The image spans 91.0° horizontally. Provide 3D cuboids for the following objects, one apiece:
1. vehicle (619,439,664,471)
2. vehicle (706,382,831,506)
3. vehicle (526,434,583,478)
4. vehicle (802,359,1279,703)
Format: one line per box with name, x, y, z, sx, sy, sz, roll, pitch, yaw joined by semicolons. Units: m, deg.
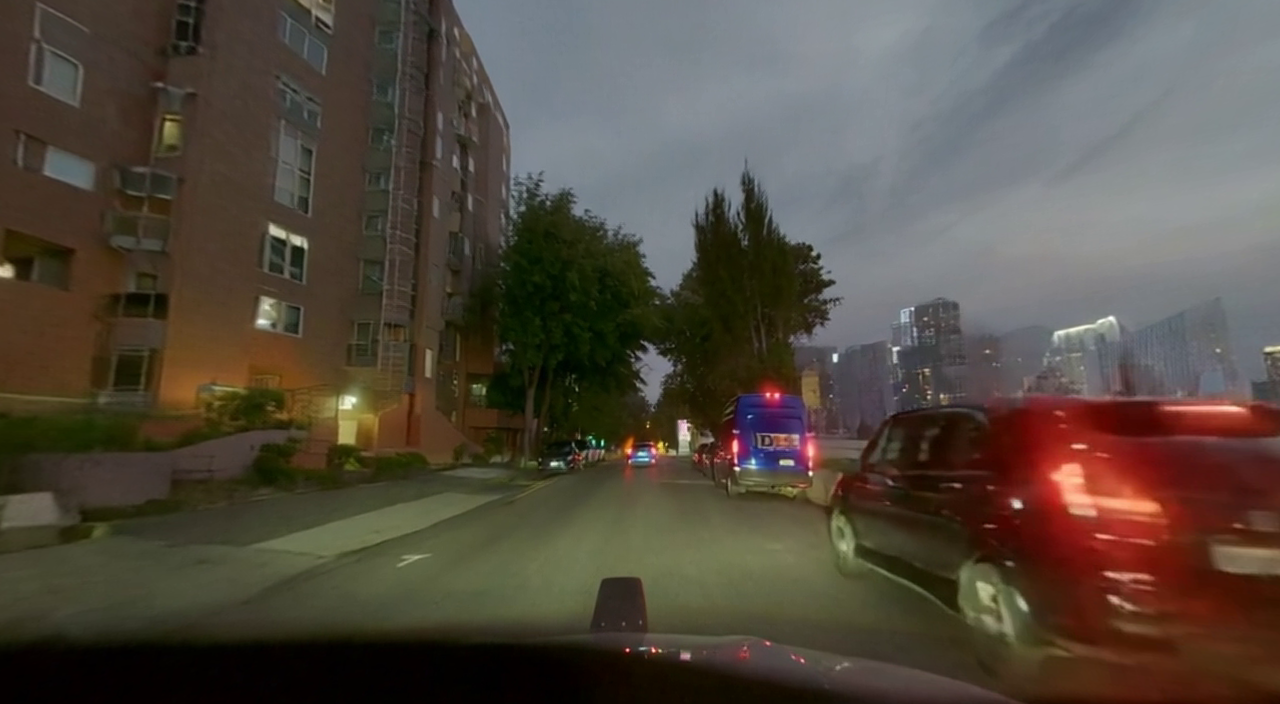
vehicle;0.088;5.124;31.535;2.095;1.510;3.605;0;-8;1
vehicle;3.266;2.533;17.518;2.245;2.843;5.762;0;-8;0
vehicle;-3.826;4.702;28.908;1.951;1.662;4.046;0;-4;1
vehicle;2.871;1.203;4.852;2.045;1.728;4.446;0;-8;0
